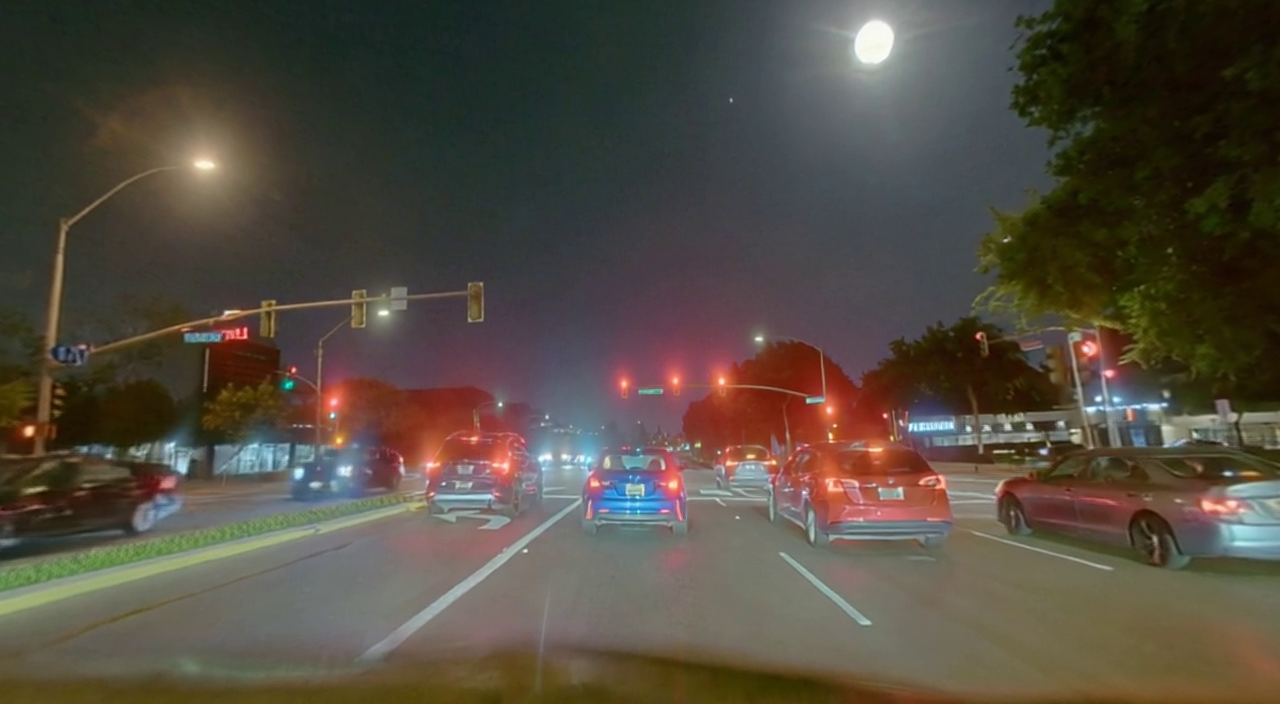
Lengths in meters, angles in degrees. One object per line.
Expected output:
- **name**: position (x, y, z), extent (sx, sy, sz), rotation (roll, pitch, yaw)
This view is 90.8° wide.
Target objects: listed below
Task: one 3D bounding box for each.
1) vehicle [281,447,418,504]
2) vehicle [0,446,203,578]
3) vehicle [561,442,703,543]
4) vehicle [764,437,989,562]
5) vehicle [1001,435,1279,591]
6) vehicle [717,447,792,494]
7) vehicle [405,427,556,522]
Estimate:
- **vehicle**: position (-8.552, 3.644, 19.101), extent (1.976, 1.499, 4.355), rotation (0, -8, 1)
- **vehicle**: position (-8.304, 1.985, 8.225), extent (2.045, 1.438, 4.480), rotation (0, -8, -1)
- **vehicle**: position (-0.086, 2.376, 11.356), extent (2.098, 1.477, 3.897), rotation (0, -8, 1)
- **vehicle**: position (3.327, 2.133, 9.920), extent (2.020, 1.513, 4.120), rotation (0, -8, 2)
- **vehicle**: position (7.224, 1.911, 8.495), extent (2.004, 1.508, 4.646), rotation (0, -8, 0)
- **vehicle**: position (3.936, 4.128, 22.498), extent (1.888, 1.472, 4.528), rotation (0, -8, 0)
- **vehicle**: position (-3.433, 2.756, 14.874), extent (2.160, 1.823, 5.115), rotation (0, -8, 1)
